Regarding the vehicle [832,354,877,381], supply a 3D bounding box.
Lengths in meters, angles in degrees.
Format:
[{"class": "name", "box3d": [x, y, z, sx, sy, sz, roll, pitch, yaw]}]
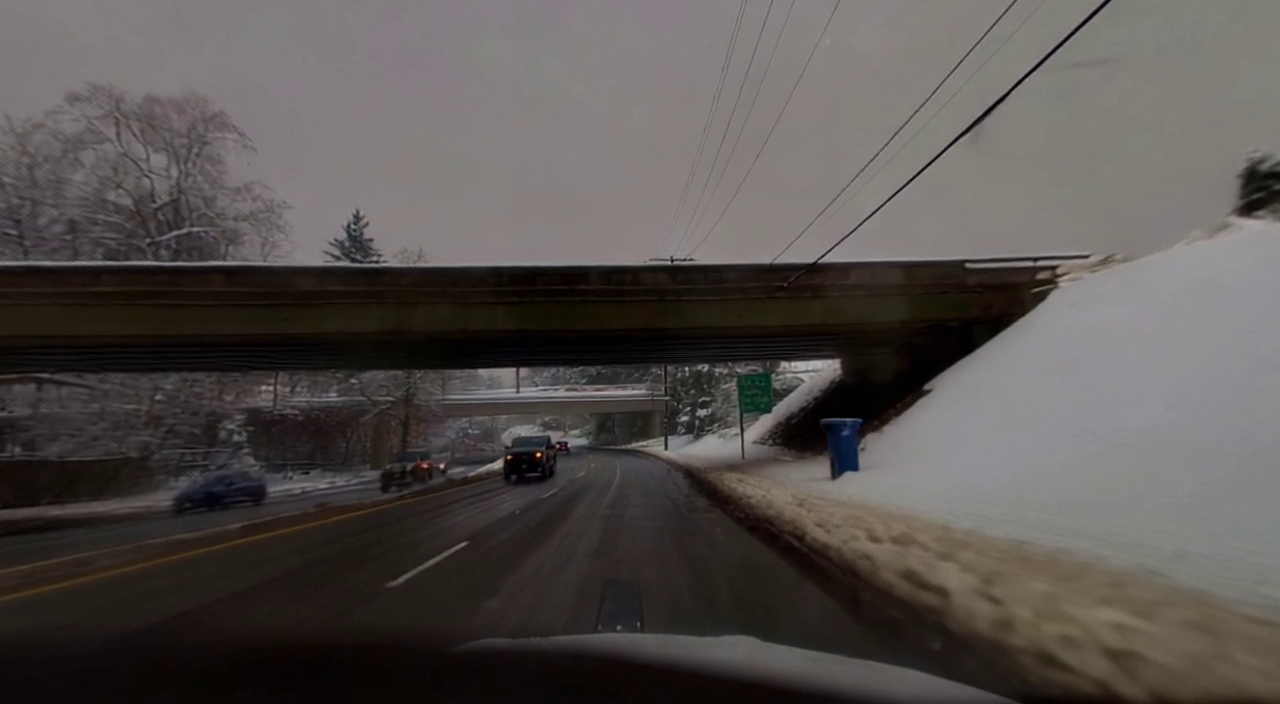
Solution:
[{"class": "vehicle", "box3d": [15.810, 1.219, 46.815, 2.058, 1.475, 4.587, 2, -7, 4]}]
